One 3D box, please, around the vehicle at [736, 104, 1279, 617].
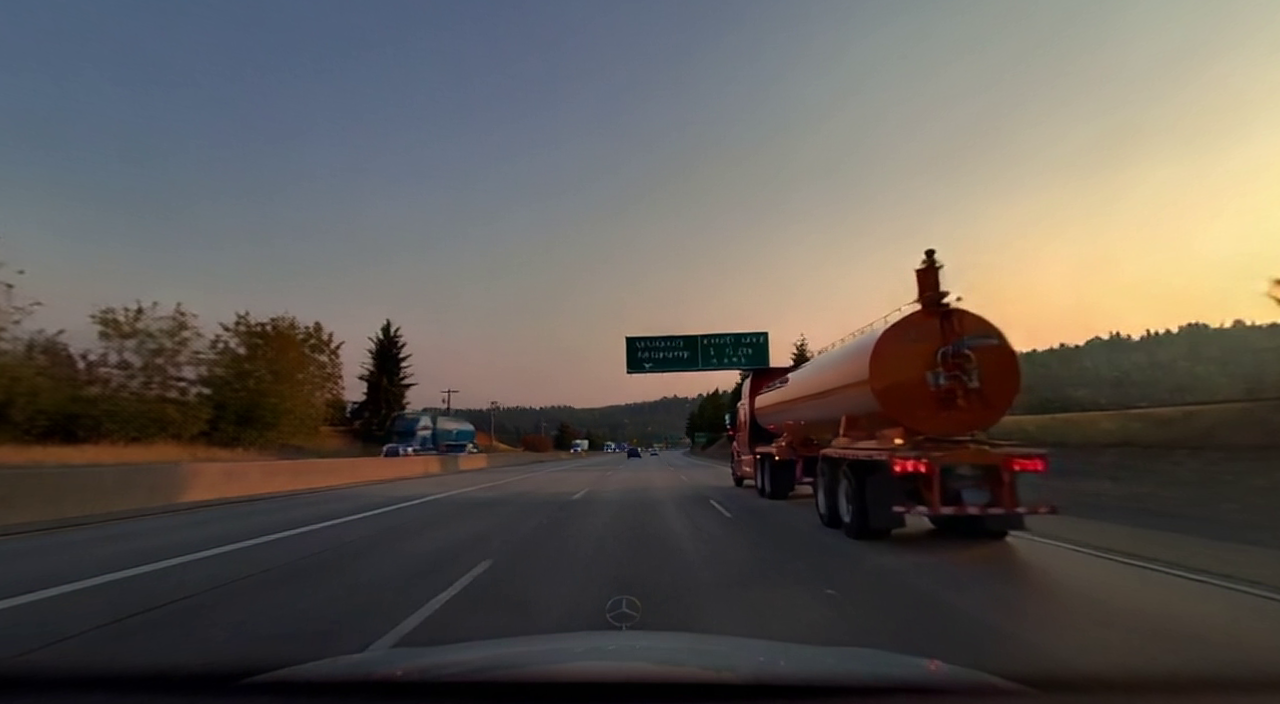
[{"bbox_3d":[4.333,0.969,11.741,2.784,4.080,13.516,-2,-9,-1],"label":"vehicle"}]
